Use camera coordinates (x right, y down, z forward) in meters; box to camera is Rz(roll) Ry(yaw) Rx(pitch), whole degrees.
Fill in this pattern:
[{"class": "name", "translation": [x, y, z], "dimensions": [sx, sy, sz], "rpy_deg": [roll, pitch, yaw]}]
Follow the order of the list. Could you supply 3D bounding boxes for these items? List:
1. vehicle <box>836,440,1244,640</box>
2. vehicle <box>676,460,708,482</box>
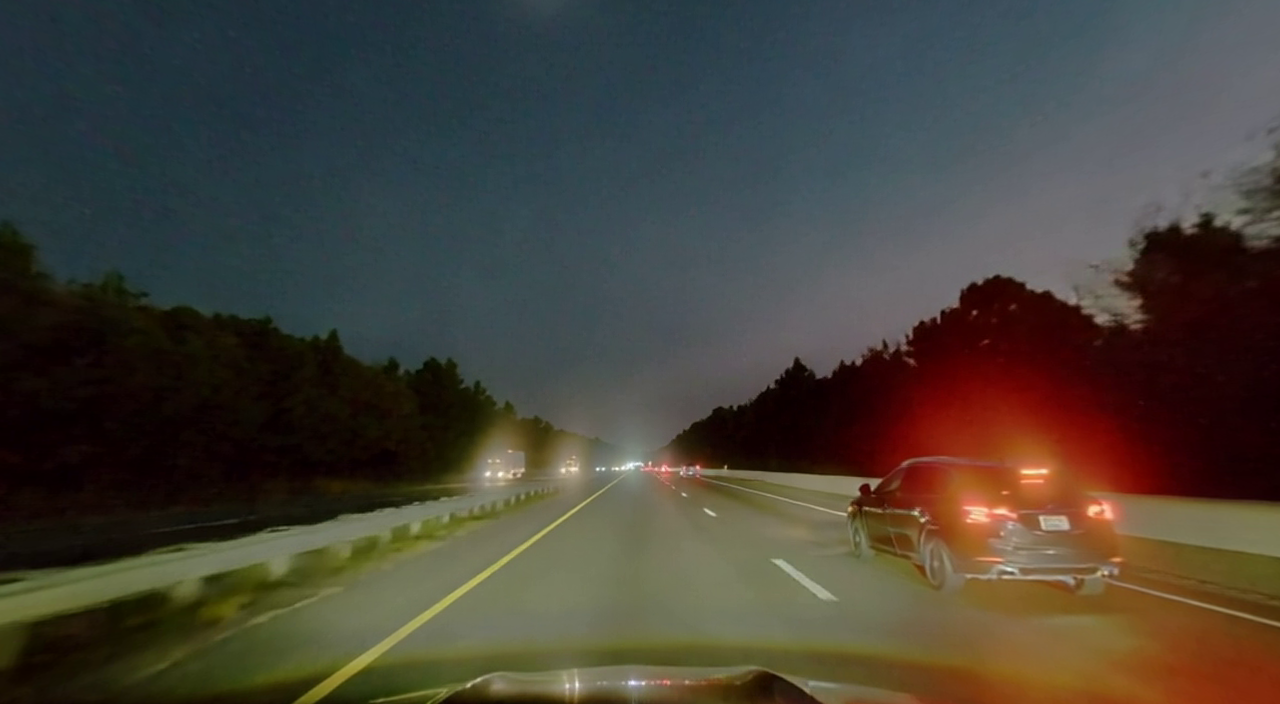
[{"class": "vehicle", "translation": [3.703, 1.812, 6.889], "dimensions": [1.825, 1.494, 3.959], "rpy_deg": [1, -10, 0]}, {"class": "vehicle", "translation": [3.943, 9.136, 48.329], "dimensions": [2.156, 1.569, 3.821], "rpy_deg": [1, -10, -1]}]
